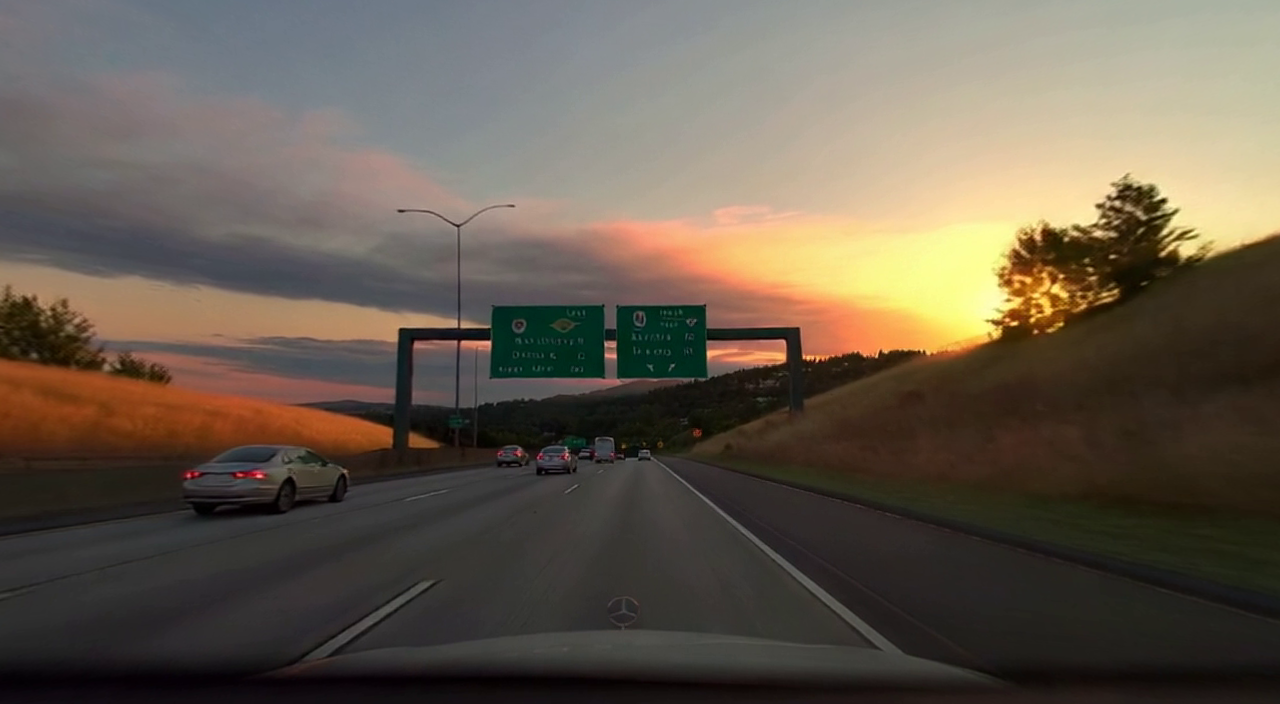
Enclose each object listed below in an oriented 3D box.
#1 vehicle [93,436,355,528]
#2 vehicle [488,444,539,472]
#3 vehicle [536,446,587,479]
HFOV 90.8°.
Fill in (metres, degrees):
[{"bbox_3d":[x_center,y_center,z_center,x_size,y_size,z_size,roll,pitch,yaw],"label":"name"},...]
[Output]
[{"bbox_3d":[-7.936,2.511,12.792,2.009,1.500,4.741,0,-9,1],"label":"vehicle"},{"bbox_3d":[-7.485,6.296,37.745,2.091,1.558,4.220,0,-9,0],"label":"vehicle"},{"bbox_3d":[-3.579,5.124,29.453,1.924,1.436,3.915,0,-9,0],"label":"vehicle"}]
